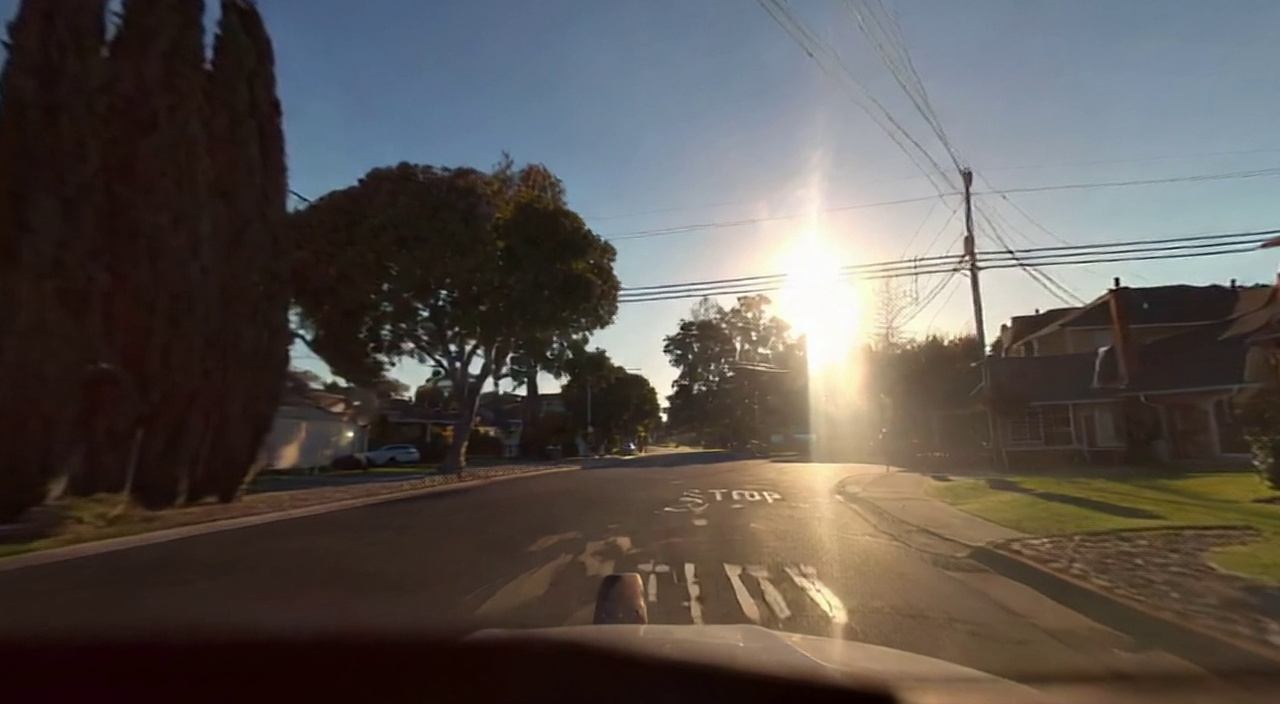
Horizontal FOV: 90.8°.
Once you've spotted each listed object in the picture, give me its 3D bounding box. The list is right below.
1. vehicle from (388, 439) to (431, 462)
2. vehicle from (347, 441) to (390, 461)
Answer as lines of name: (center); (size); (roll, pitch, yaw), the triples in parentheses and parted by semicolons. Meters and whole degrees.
vehicle: (-17.068, 7.324, 46.976); (1.986, 1.639, 4.361); (1, -9, -8)
vehicle: (-20.154, 7.373, 47.029); (1.864, 1.337, 3.943); (3, -8, -7)
